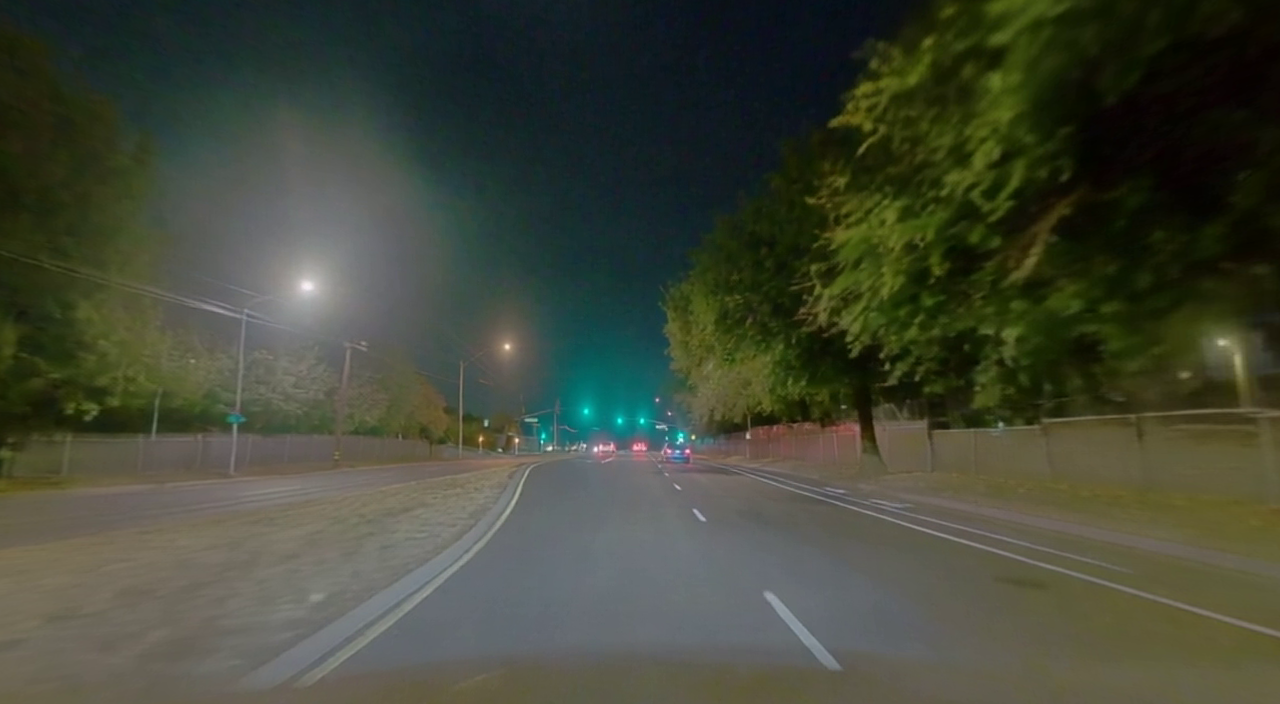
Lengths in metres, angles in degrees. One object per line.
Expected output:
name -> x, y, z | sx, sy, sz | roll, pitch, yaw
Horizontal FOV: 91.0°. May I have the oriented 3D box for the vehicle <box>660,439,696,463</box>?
vehicle -> 2.489, 6.632, 42.233 | 2.105, 1.490, 4.008 | 0, -8, -1
